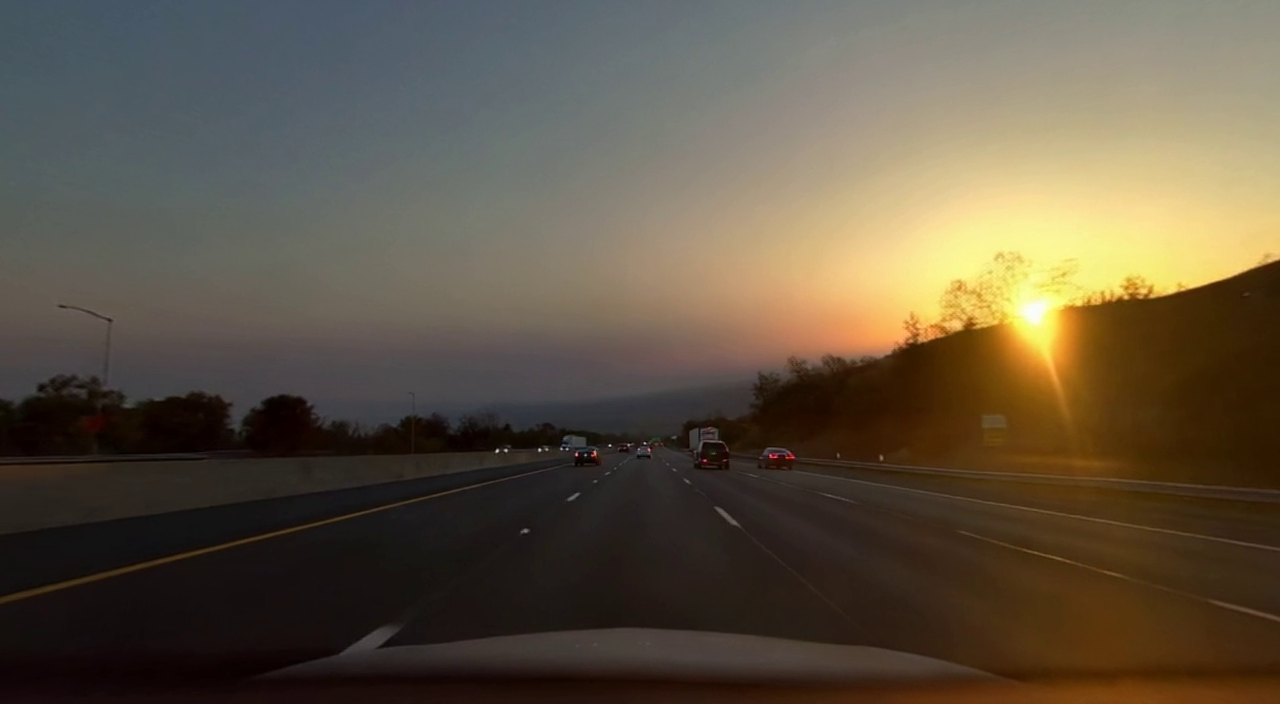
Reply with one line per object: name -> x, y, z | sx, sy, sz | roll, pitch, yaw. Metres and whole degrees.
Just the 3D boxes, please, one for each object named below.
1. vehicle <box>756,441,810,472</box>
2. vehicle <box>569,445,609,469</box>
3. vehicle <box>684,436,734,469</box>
vehicle -> 8.381, 6.184, 37.414 | 2.188, 1.727, 4.381 | 0, -9, 0
vehicle -> -3.312, 6.920, 41.717 | 2.164, 1.507, 4.748 | 0, -9, 1
vehicle -> 4.457, 6.675, 41.944 | 2.770, 1.990, 5.755 | 0, -9, 1
